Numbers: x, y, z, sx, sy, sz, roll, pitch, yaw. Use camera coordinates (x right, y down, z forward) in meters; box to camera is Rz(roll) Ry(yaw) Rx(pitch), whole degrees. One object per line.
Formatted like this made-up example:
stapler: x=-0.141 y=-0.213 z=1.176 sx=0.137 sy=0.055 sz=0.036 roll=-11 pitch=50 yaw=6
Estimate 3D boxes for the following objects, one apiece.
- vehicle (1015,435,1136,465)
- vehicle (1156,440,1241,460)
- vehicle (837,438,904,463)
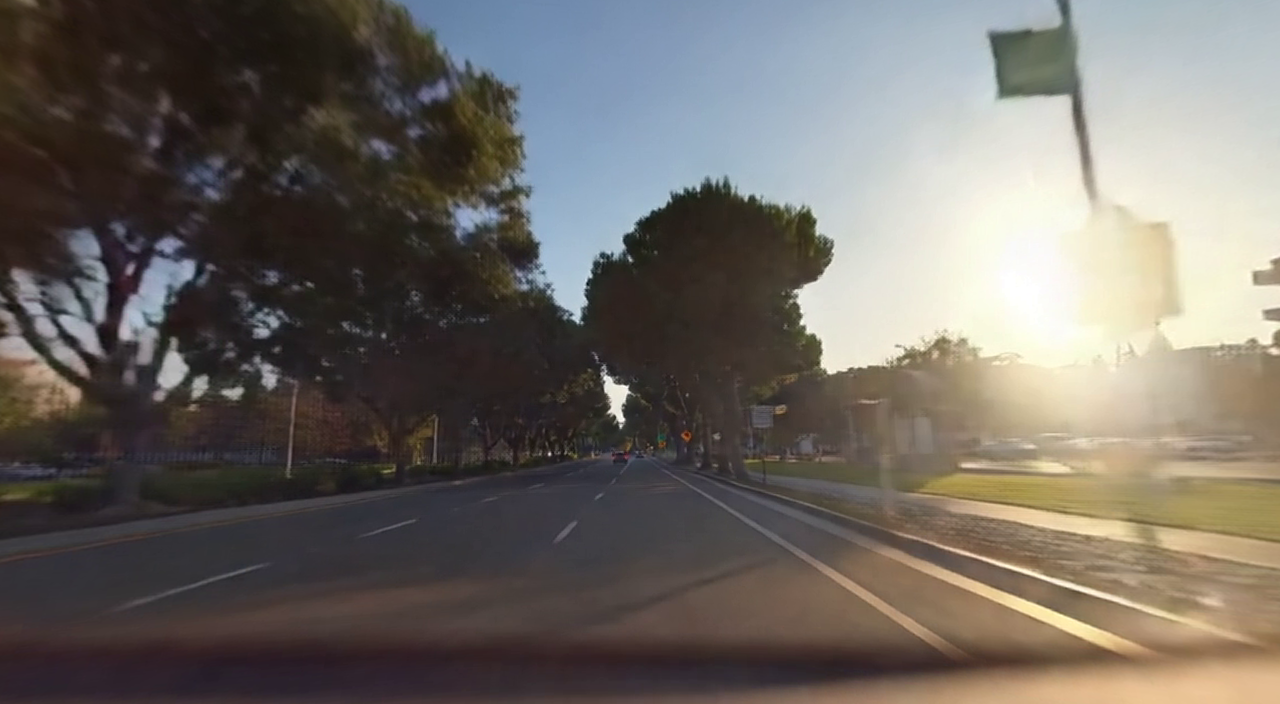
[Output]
vehicle: x=27.511 y=6.241 z=40.091 sx=2.196 sy=1.745 sz=5.838 roll=6 pitch=-10 yaw=-33
vehicle: x=44.130 y=7.772 z=49.956 sx=1.734 sy=1.466 sz=4.611 roll=5 pitch=-10 yaw=-31
vehicle: x=14.576 y=6.261 z=40.066 sx=3.641 sy=1.408 sz=1.584 roll=-2 pitch=-9 yaw=5
